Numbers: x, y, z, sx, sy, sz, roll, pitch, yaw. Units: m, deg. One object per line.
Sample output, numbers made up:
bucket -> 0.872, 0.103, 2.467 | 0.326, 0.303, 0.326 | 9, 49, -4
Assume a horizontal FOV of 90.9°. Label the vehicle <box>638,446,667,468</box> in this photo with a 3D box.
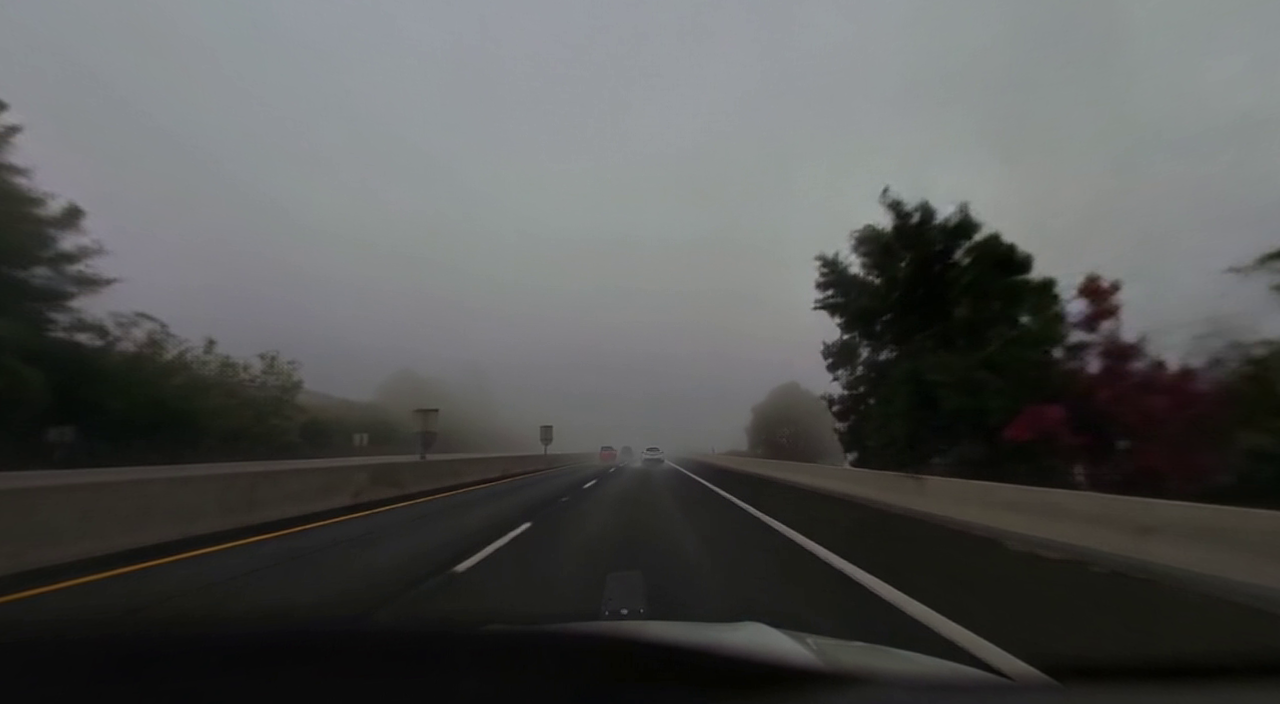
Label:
vehicle -> 0.876, 7.385, 44.407 | 1.934, 1.488, 3.832 | 0, -9, 1
